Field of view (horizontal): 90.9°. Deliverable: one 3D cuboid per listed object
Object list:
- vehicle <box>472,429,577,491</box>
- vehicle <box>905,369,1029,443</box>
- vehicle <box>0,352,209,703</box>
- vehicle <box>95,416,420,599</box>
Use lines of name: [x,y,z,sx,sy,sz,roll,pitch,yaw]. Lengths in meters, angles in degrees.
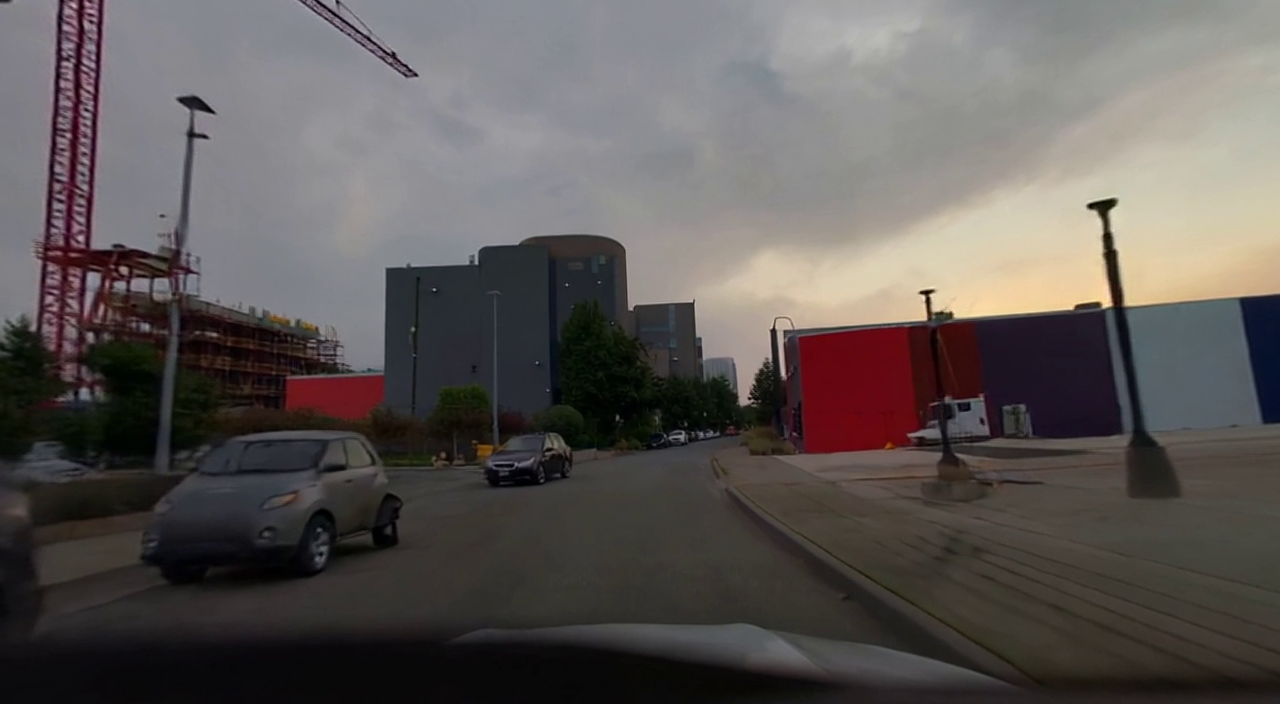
vehicle: [-3.351,3.208,19.243,1.967,1.646,4.192,-1,-8,7]
vehicle: [19.280,3.498,38.114,3.031,3.863,9.734,-1,-8,5]
vehicle: [-3.466,0.726,1.459,2.026,1.699,4.224,0,-8,-2]
vehicle: [-3.937,1.575,7.114,1.736,1.610,2.874,0,-8,3]
